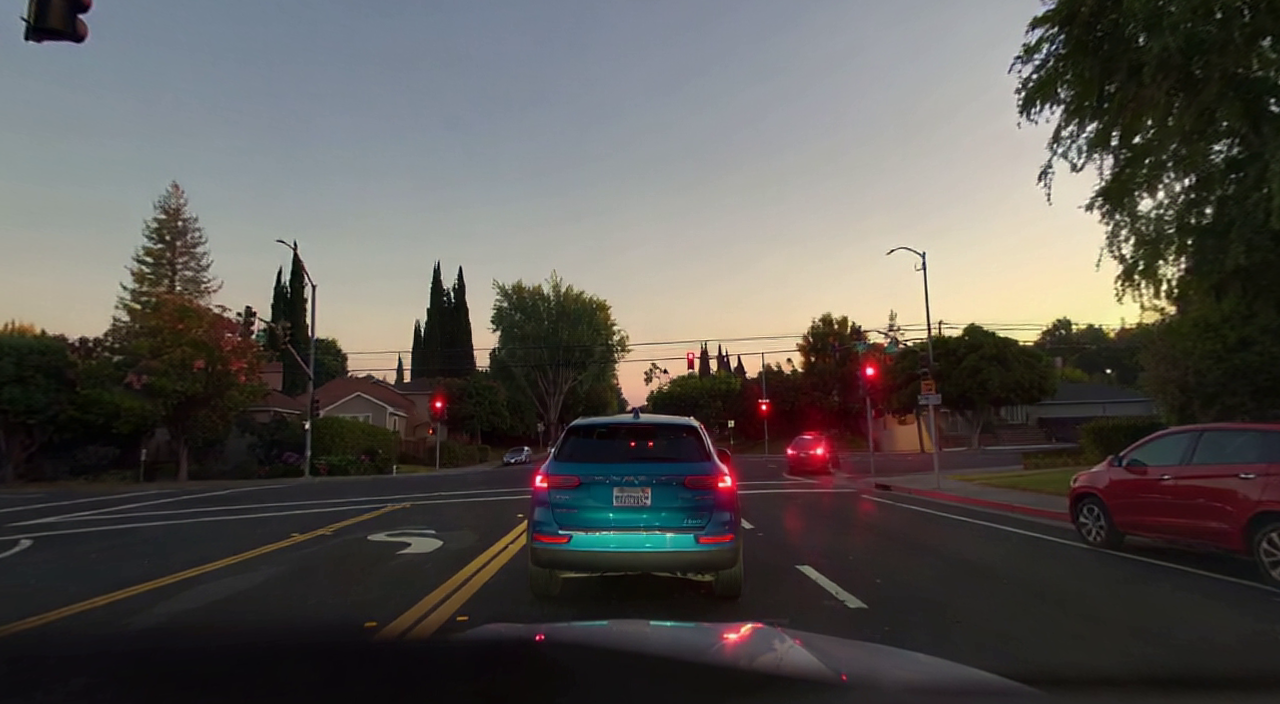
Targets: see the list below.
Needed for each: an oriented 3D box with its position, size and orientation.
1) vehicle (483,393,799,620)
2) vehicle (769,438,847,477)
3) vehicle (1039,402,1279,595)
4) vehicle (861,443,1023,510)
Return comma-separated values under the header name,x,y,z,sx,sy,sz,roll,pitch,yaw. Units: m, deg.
name,x,y,z,sx,sy,sz,roll,pitch,yaw
vehicle,0.037,1.461,6.910,2.322,1.667,4.367,0,-8,1
vehicle,7.406,4.549,27.441,2.077,1.527,4.755,-5,-10,30
vehicle,7.016,1.542,7.044,1.989,1.791,4.735,0,-8,0
vehicle,7.278,3.008,15.817,1.860,1.436,4.479,0,-8,0
